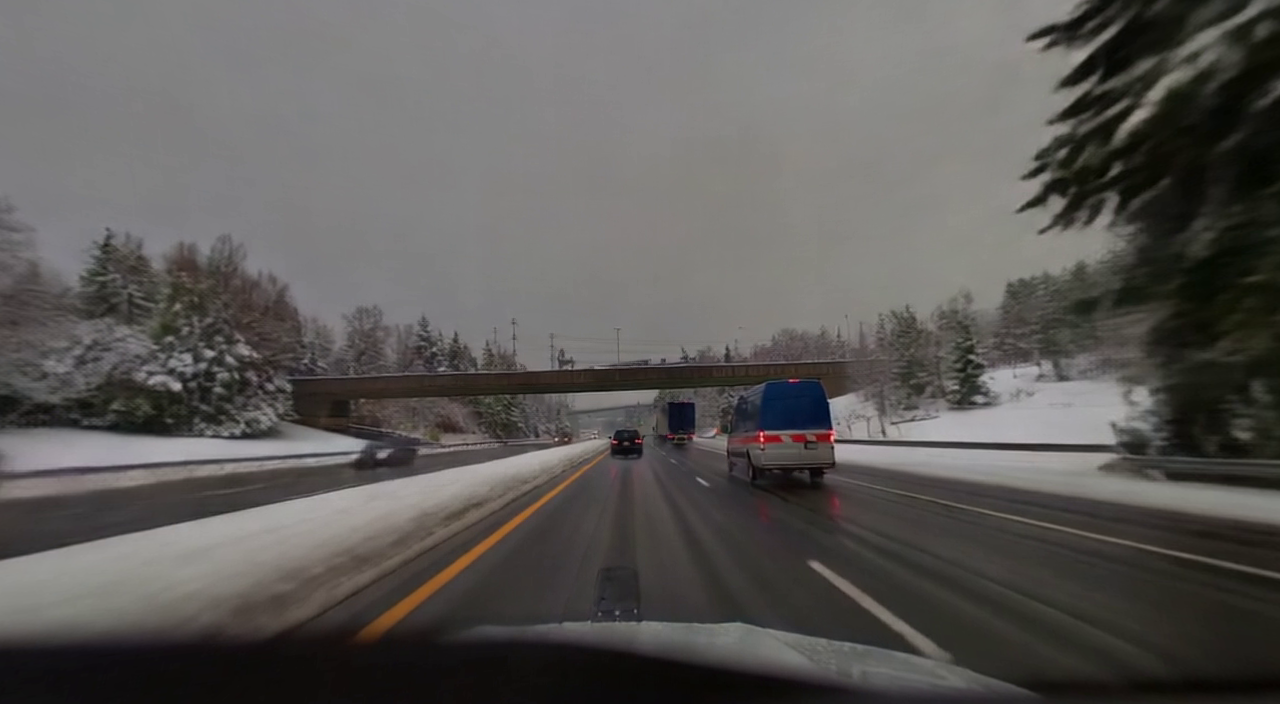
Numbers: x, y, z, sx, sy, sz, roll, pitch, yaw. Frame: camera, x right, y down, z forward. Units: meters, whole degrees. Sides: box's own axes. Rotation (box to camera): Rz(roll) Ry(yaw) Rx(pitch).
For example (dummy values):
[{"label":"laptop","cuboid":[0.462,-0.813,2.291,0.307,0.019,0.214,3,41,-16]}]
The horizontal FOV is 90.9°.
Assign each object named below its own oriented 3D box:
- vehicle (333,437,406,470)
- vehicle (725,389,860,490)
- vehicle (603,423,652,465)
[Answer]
[{"label":"vehicle","cuboid":[-13.186,4.934,30.958,1.842,1.486,3.971,0,-8,0]},{"label":"vehicle","cuboid":[4.163,2.550,18.453,2.387,2.506,5.374,0,-8,-2]},{"label":"vehicle","cuboid":[-0.569,4.185,28.747,2.073,1.750,4.116,0,-8,-1]}]
